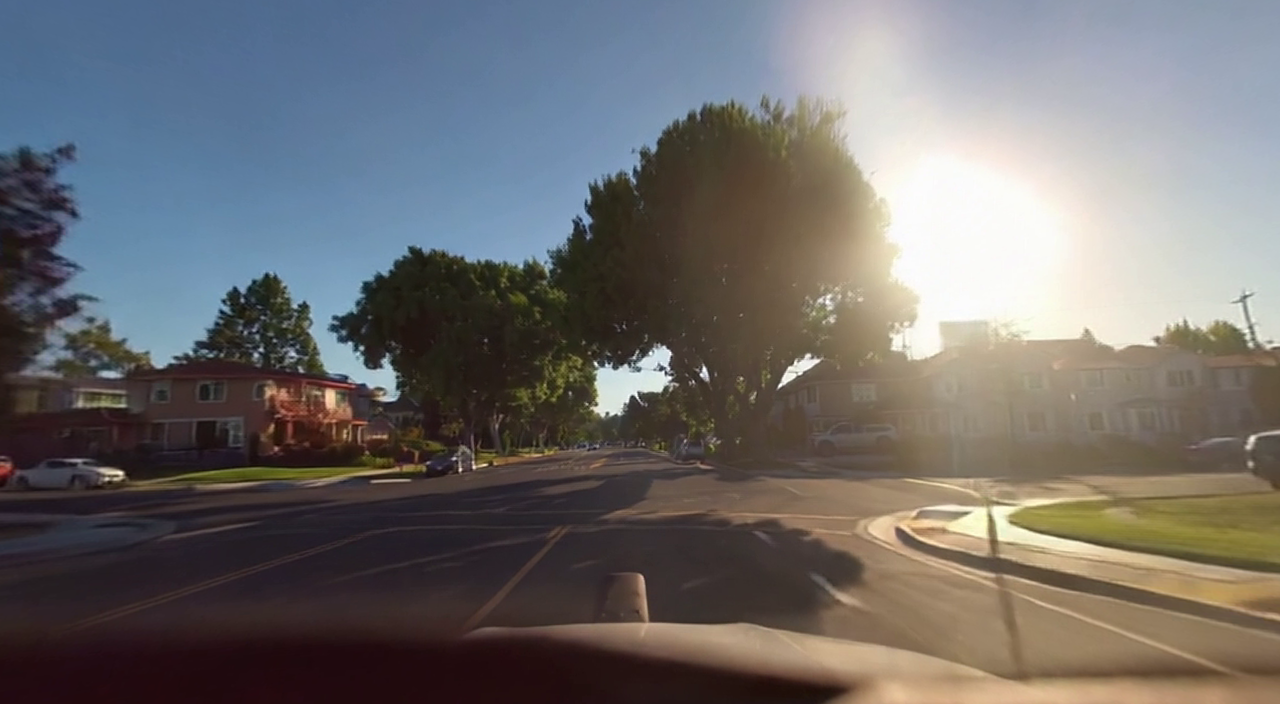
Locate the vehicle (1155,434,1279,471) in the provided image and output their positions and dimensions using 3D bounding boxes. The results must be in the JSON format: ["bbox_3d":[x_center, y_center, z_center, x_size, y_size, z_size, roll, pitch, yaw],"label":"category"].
[{"bbox_3d":[24.069,4.167,26.140,4.281,1.413,1.823,2,-9,-10],"label":"vehicle"}]

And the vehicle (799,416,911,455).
[{"bbox_3d":[13.536,5.386,40.125,6.244,2.050,2.209,-9,-14,38],"label":"vehicle"}]

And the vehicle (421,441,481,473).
[{"bbox_3d":[-10.974,6.143,37.070,2.037,1.755,4.434,0,-9,1],"label":"vehicle"}]

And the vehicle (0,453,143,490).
[{"bbox_3d":[-24.518,5.130,27.287,4.197,1.431,2.165,0,-9,0],"label":"vehicle"}]

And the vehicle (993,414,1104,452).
[{"bbox_3d":[23.071,4.623,35.829,4.831,2.013,2.082,1,-9,-1],"label":"vehicle"}]

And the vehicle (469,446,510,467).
[{"bbox_3d":[-10.779,7.494,45.456,1.948,1.410,4.361,1,-9,-1],"label":"vehicle"}]
